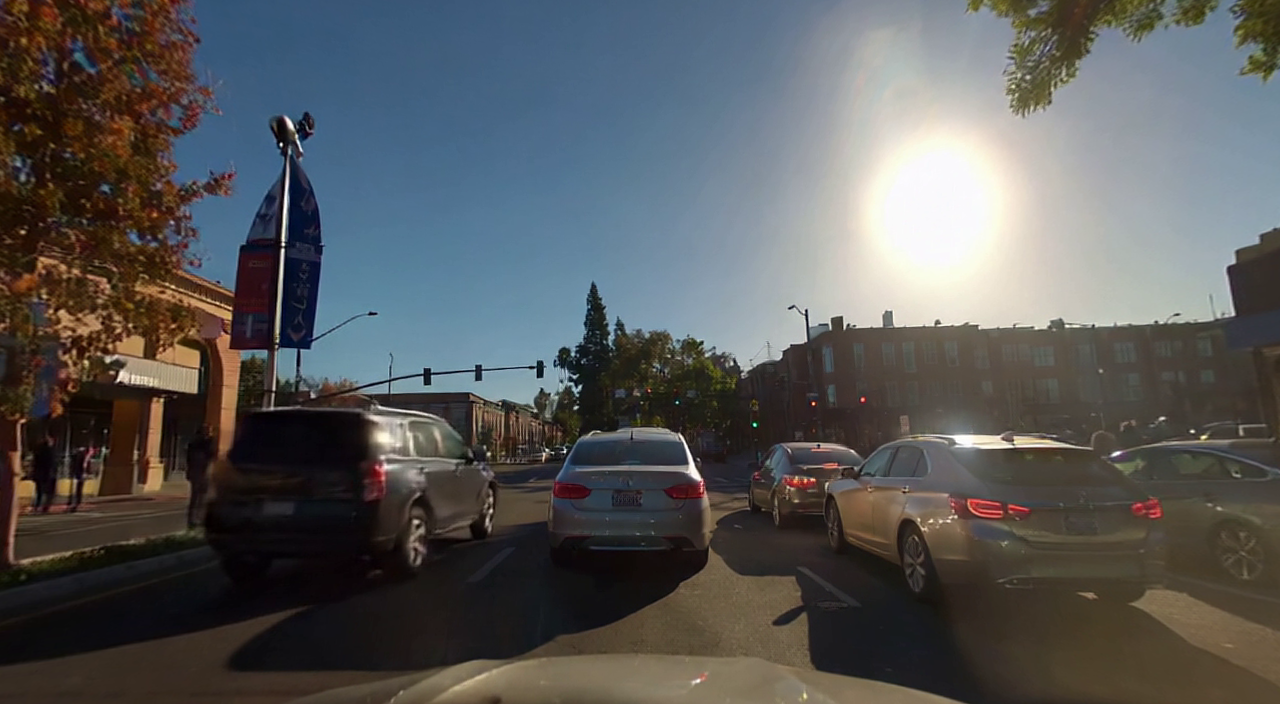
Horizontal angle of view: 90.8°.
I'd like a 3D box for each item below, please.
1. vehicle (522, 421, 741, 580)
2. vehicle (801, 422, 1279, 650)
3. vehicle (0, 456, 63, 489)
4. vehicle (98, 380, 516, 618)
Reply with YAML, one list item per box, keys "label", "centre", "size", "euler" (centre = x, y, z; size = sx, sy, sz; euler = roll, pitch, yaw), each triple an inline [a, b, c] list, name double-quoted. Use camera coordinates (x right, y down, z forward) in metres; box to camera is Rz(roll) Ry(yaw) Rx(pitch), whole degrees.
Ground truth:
- label: "vehicle"
  centre: [-0.113, 1.747, 8.211]
  size: [2.118, 1.512, 4.013]
  euler: [0, -9, -1]
- label: "vehicle"
  centre: [3.225, 1.538, 6.444]
  size: [1.912, 1.454, 4.537]
  euler: [0, -9, -1]
- label: "vehicle"
  centre: [-31.717, 6.005, 31.570]
  size: [1.913, 1.531, 4.000]
  euler: [-9, -12, 44]
- label: "vehicle"
  centre: [-3.076, 1.508, 7.447]
  size: [2.223, 1.840, 4.919]
  euler: [0, -9, 0]
